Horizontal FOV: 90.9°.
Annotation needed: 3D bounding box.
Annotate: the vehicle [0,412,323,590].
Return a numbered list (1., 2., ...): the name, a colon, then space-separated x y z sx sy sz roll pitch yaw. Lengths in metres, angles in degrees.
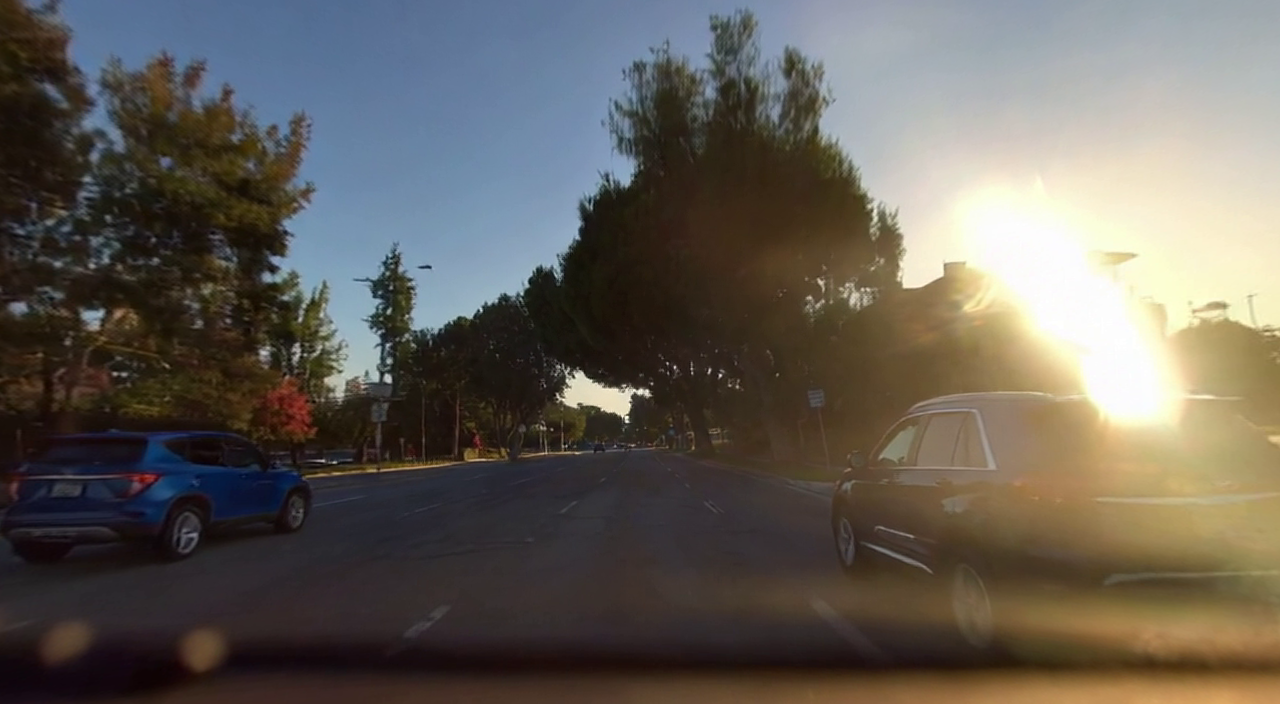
1. vehicle: -6.542 1.796 8.507 2.069 1.690 4.837 0 -9 -1

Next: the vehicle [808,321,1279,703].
1. vehicle: 2.931 1.090 4.733 2.047 1.768 4.607 0 -9 0
